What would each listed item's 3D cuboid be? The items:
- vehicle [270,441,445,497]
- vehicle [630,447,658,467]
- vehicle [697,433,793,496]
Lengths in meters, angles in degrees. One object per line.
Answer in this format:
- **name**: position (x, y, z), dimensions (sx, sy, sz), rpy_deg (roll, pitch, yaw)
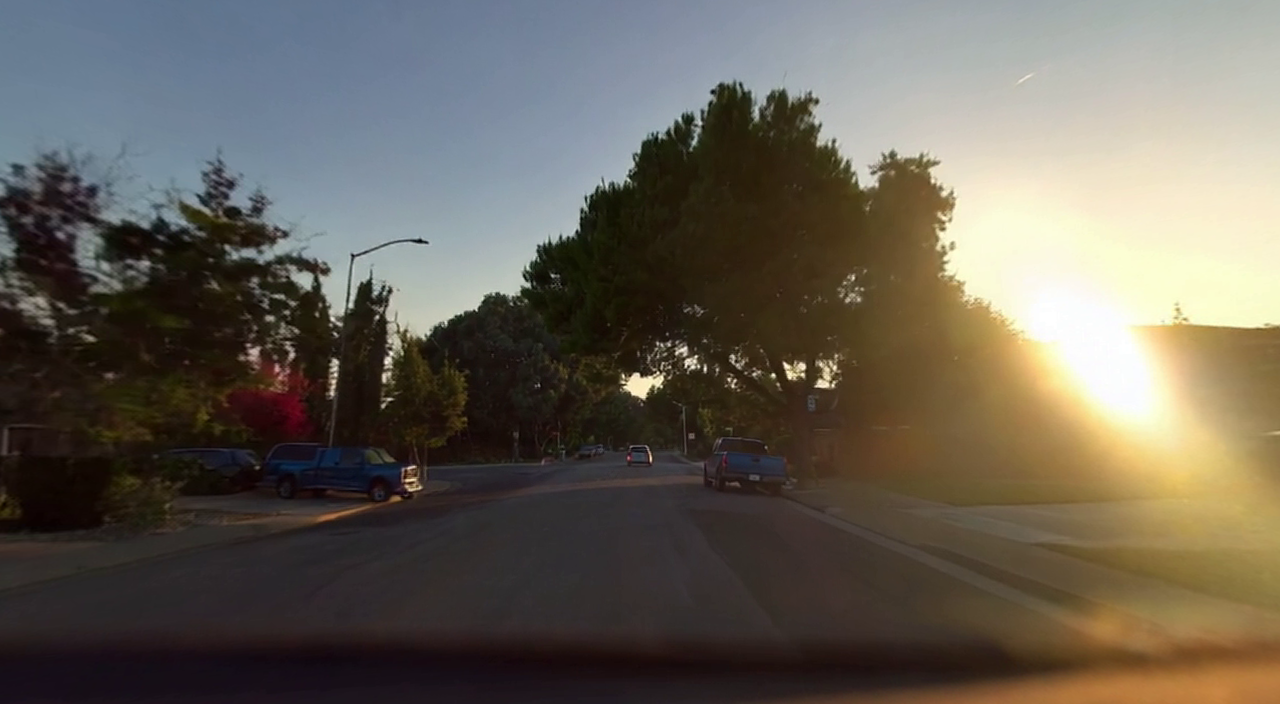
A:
- **vehicle**: position (-9.476, 3.950, 21.479), dimensions (4.947, 1.769, 2.023), rpy_deg (0, -9, 2)
- **vehicle**: position (0.324, 8.009, 48.278), dimensions (2.064, 1.477, 3.968), rpy_deg (0, -9, 1)
- **vehicle**: position (3.475, 3.864, 22.240), dimensions (2.394, 1.901, 5.759), rpy_deg (0, -9, 0)
